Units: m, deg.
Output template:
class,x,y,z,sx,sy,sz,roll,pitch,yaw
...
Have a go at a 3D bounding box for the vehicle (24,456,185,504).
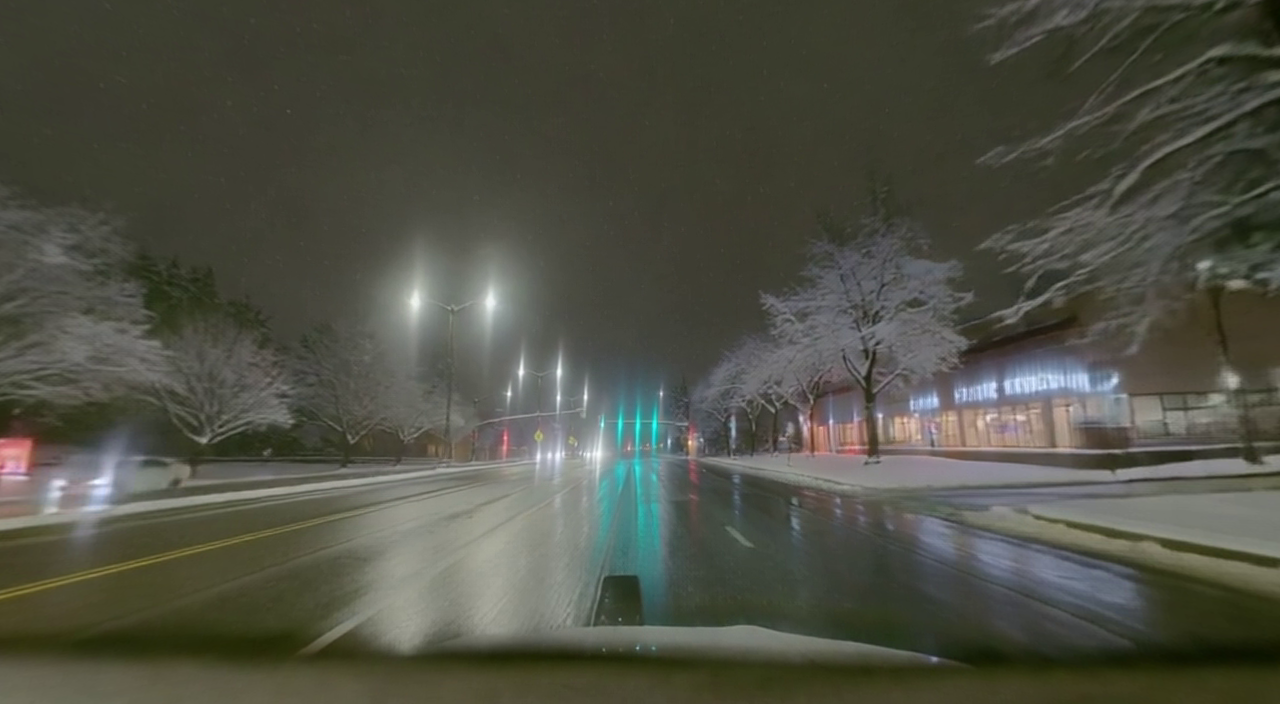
class,x,y,z,sx,sy,sz,roll,pitch,yaw
vehicle,-19.738,4.704,23.569,1.884,1.479,4.740,0,-9,0
